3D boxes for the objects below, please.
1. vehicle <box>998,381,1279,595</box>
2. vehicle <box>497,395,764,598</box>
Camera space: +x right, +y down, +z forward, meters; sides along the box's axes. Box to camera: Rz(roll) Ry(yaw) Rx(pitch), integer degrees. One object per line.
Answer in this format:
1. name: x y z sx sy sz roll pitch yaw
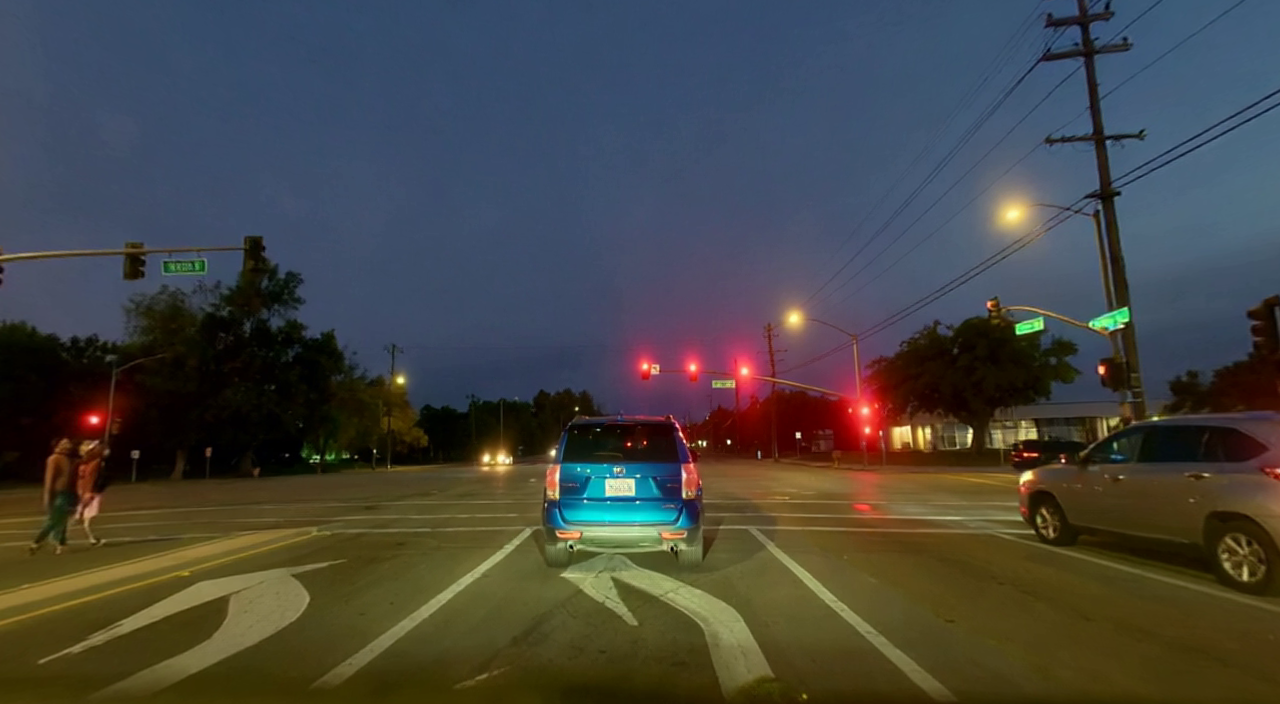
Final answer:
1. vehicle: 6.583 1.437 7.231 2.119 1.827 4.806 0 -9 0
2. vehicle: -0.108 1.559 7.635 2.285 1.729 4.252 0 -9 -1
